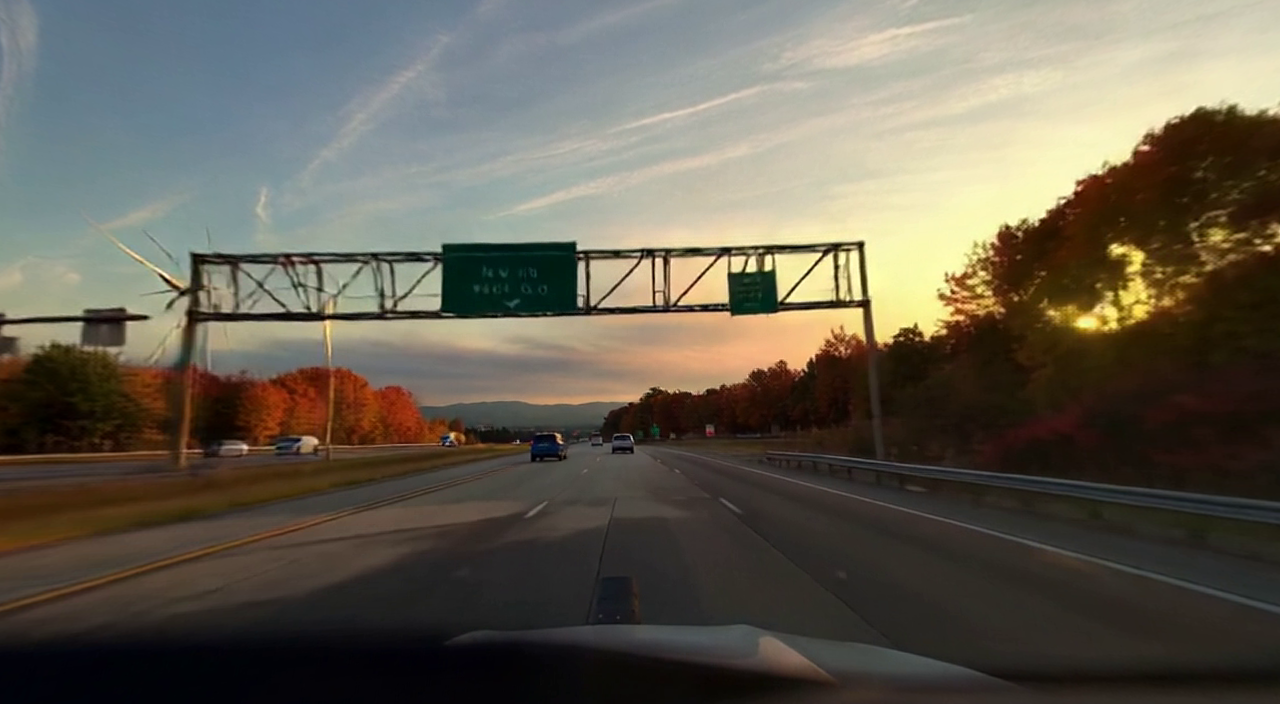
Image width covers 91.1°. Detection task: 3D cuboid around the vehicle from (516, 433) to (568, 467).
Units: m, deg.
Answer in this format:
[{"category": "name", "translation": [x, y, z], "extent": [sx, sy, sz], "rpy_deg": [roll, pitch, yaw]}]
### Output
[{"category": "vehicle", "translation": [-5.009, 5.026, 32.621], "extent": [2.062, 1.622, 4.153], "rpy_deg": [0, -8, -1]}]

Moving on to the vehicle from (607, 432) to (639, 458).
[{"category": "vehicle", "translation": [-1.214, 6.840, 46.415], "extent": [2.213, 1.774, 4.563], "rpy_deg": [0, -8, -1]}]
